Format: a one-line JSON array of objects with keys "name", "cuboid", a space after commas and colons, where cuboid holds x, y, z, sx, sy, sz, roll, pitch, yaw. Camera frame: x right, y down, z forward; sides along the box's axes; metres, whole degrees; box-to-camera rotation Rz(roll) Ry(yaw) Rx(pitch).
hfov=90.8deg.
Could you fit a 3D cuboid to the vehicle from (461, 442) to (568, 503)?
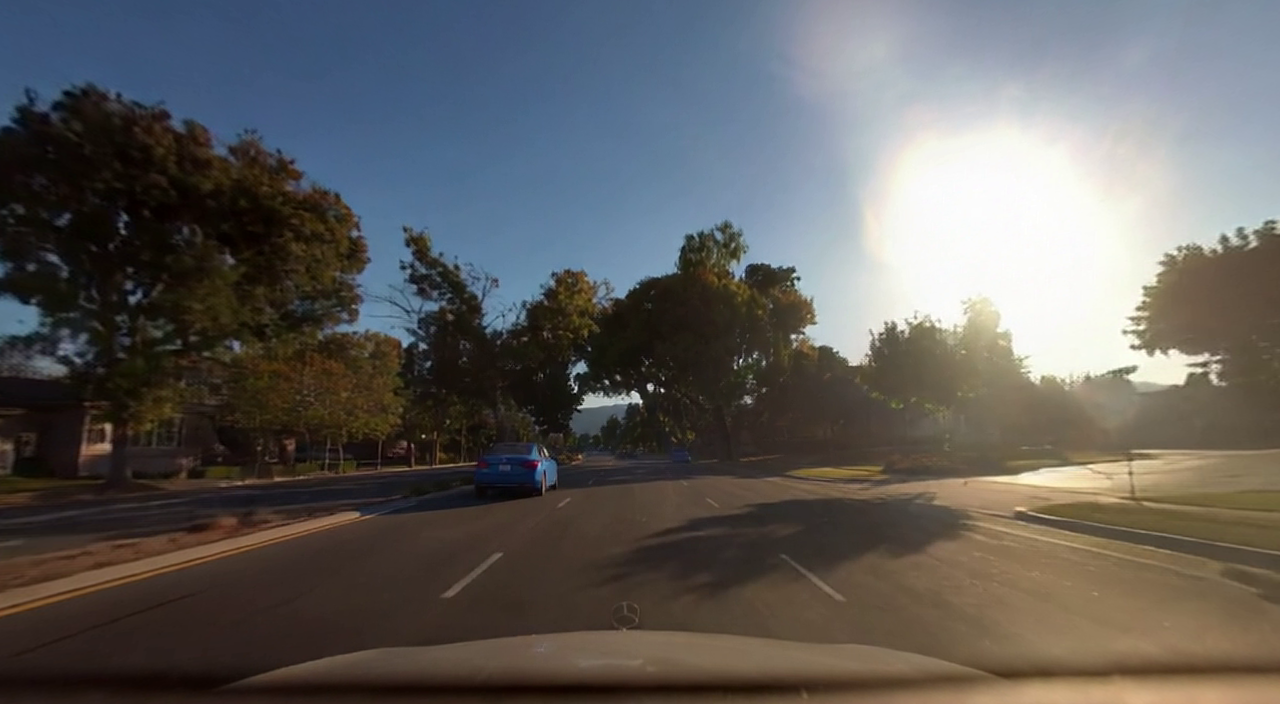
[{"name": "vehicle", "cuboid": [-3.277, 3.228, 17.407, 2.005, 1.477, 4.169, 0, -8, 1]}]
